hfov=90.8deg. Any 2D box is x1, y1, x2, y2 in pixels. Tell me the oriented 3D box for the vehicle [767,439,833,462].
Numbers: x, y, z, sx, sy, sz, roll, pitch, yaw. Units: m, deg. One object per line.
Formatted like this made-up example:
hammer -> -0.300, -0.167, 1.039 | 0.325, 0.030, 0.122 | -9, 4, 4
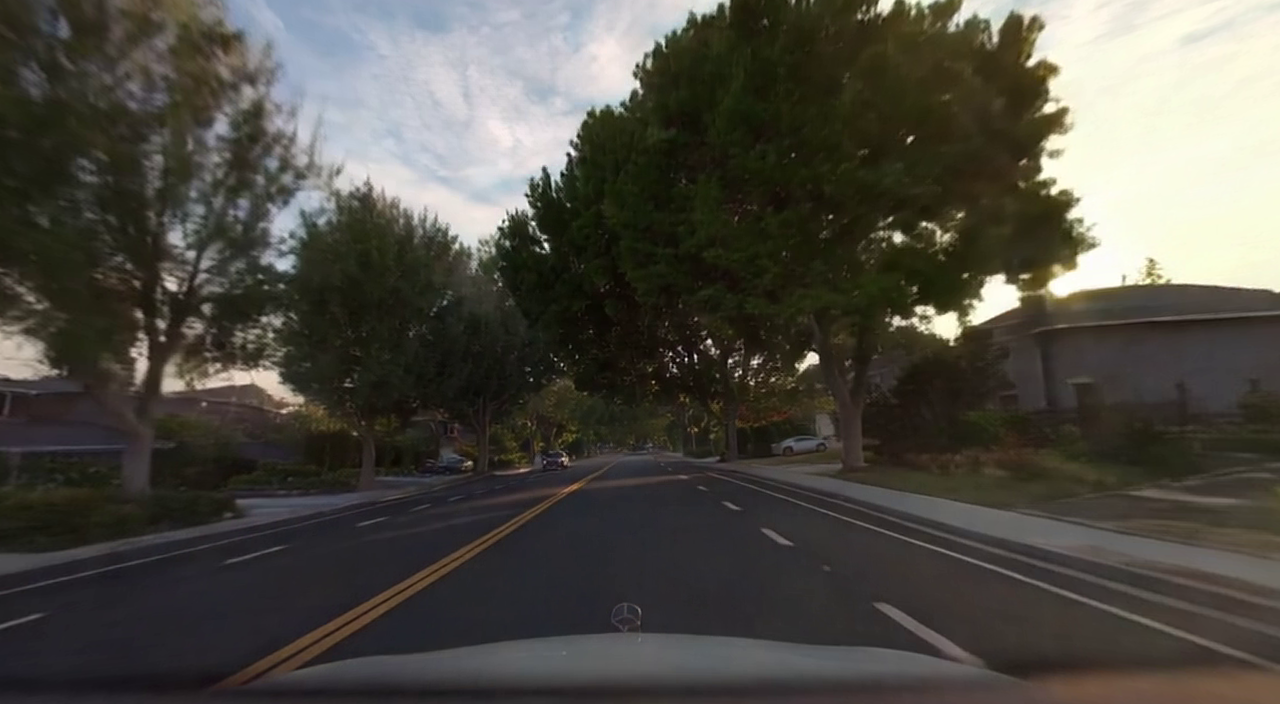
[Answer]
vehicle -> 11.991, 7.370, 47.441 | 4.392, 1.685, 1.959 | 1, -8, -4
